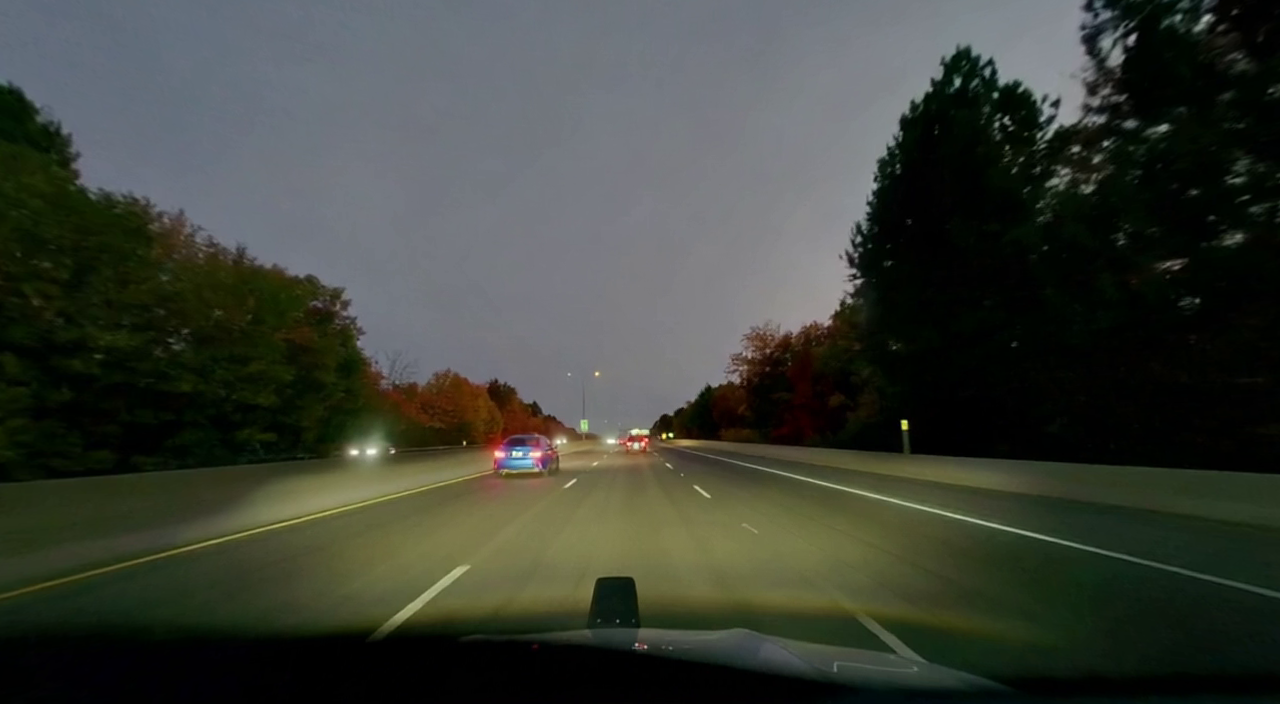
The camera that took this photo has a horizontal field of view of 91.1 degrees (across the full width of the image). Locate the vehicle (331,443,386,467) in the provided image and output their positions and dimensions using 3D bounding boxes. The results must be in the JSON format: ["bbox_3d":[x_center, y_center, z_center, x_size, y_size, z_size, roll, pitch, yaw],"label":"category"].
[{"bbox_3d":[-20.593,7.538,46.191,2.002,1.581,4.484,0,-8,0],"label":"vehicle"}]

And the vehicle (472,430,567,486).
[{"bbox_3d":[-3.596,3.231,19.602,2.103,1.507,4.367,0,-8,0],"label":"vehicle"}]
